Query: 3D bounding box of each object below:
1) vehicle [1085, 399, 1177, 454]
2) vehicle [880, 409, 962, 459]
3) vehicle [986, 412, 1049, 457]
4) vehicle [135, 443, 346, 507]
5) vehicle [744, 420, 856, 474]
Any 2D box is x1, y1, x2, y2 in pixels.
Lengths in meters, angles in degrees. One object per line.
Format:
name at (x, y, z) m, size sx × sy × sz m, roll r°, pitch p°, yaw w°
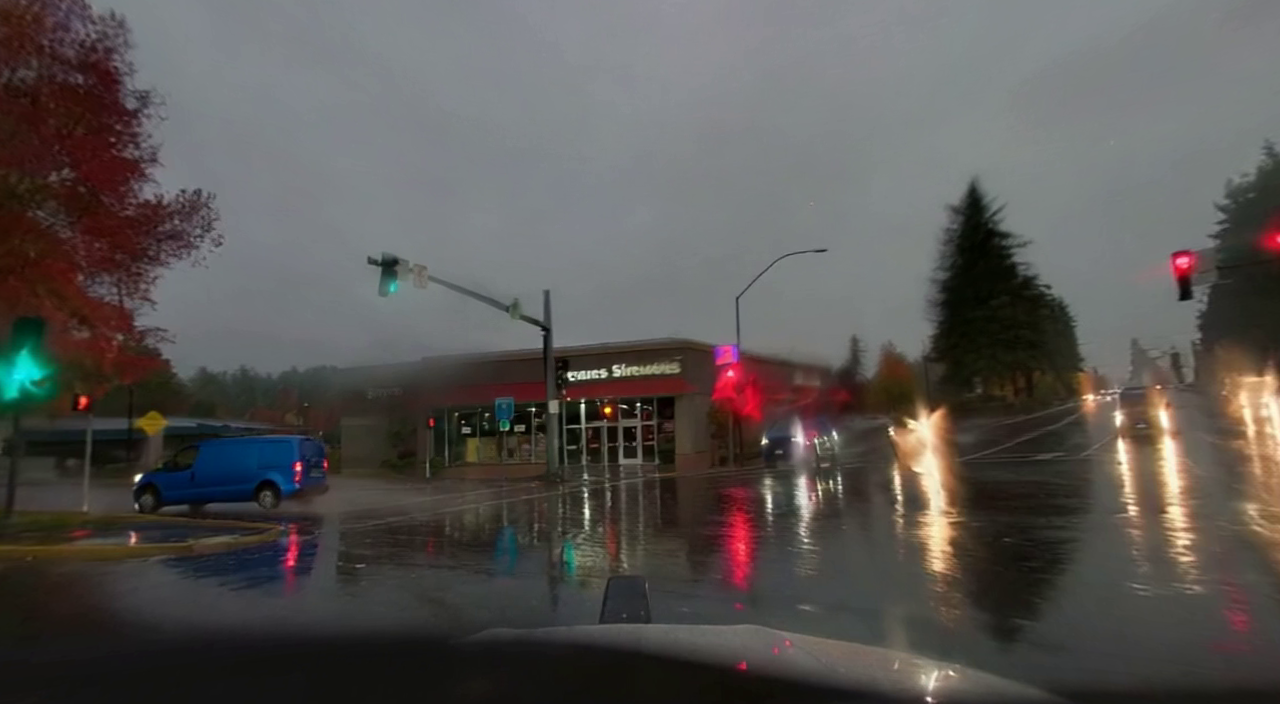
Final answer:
vehicle at (19.379, 3.056, 25.186) m, size 2.402 × 1.924 × 5.826 m, roll -6°, pitch -10°, yaw 34°
vehicle at (12.243, 3.587, 27.287) m, size 2.331 × 1.971 × 4.946 m, roll -6°, pitch -10°, yaw 33°
vehicle at (15.954, 3.510, 26.517) m, size 1.991 × 1.688 × 4.793 m, roll -6°, pitch -10°, yaw 32°
vehicle at (-12.199, 3.749, 19.522) m, size 5.110 × 1.814 × 2.146 m, roll -1°, pitch -8°, yaw 3°
vehicle at (6.784, 3.850, 26.231) m, size 2.524 × 1.834 × 5.787 m, roll -6°, pitch -7°, yaw 35°
